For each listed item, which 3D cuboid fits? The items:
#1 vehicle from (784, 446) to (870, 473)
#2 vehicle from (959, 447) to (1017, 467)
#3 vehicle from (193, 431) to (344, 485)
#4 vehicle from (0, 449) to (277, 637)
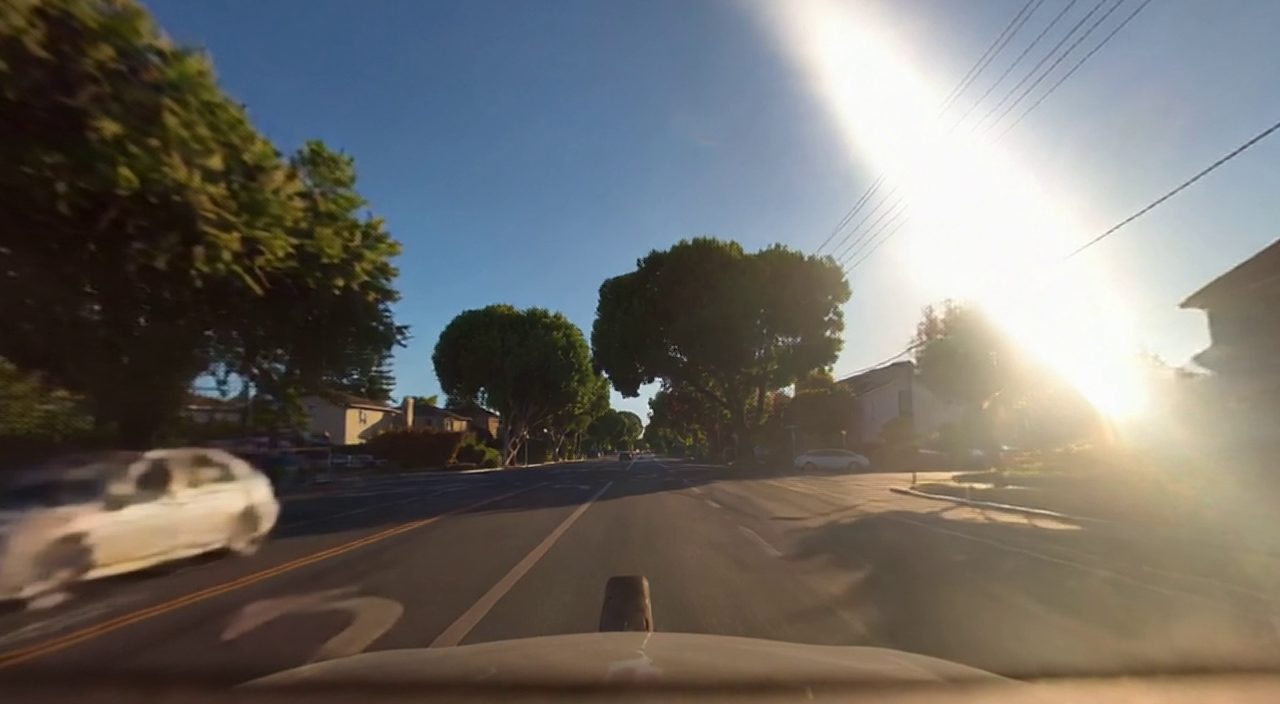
[{"bbox_3d":[11.436,6.604,38.789,4.565,1.600,2.023,1,-9,-5],"label":"vehicle"},{"bbox_3d":[27.330,8.221,49.642,1.787,1.465,4.681,0,-9,-2],"label":"vehicle"},{"bbox_3d":[-20.503,5.895,35.069,6.794,2.863,2.387,0,-9,1],"label":"vehicle"},{"bbox_3d":[-6.505,1.887,7.005,2.163,1.588,4.509,0,-9,1],"label":"vehicle"}]
